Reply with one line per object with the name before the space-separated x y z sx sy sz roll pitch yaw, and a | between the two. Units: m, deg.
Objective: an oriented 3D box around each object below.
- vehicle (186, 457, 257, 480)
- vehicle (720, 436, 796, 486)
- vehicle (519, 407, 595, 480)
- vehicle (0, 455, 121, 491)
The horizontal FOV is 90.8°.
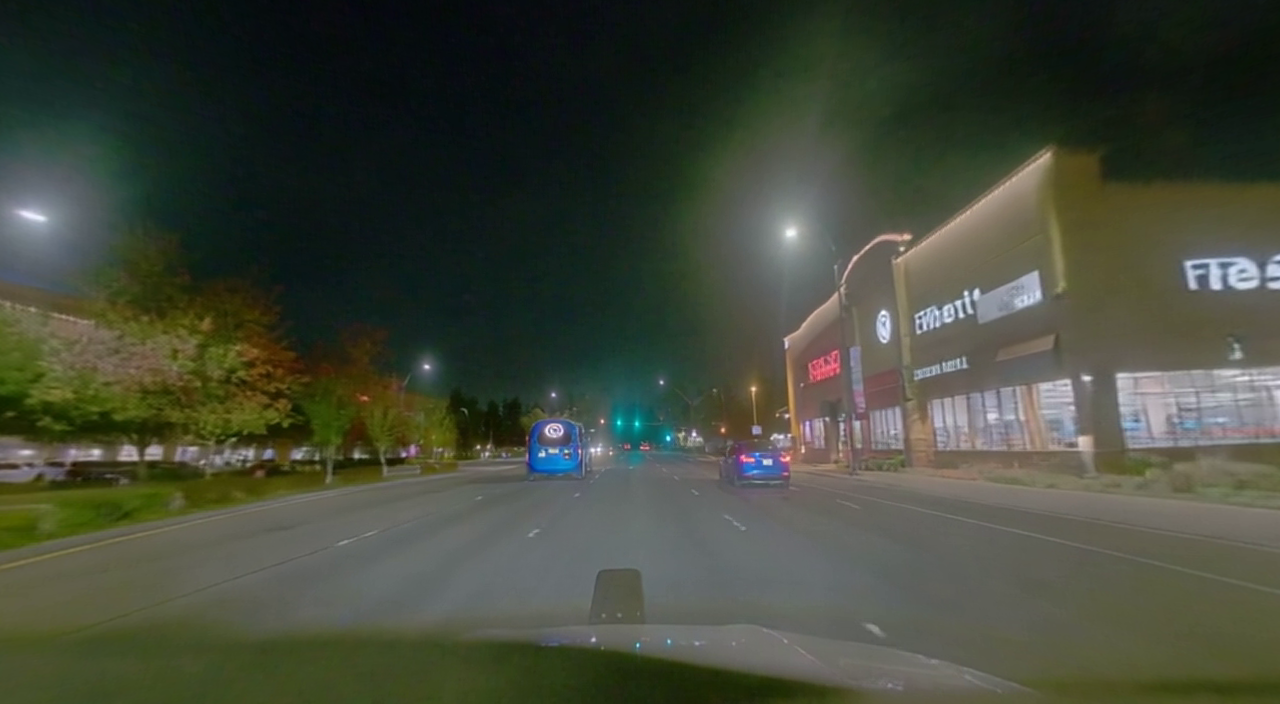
vehicle | -31.635 8.793 47.881 4.225 1.449 1.819 1 -9 -26
vehicle | 4.206 3.959 23.183 1.869 1.646 4.166 0 -9 -2
vehicle | -3.370 3.947 27.134 2.443 2.784 5.862 0 -9 0
vehicle | -31.870 6.478 34.033 5.692 1.725 2.144 5 -10 -33
